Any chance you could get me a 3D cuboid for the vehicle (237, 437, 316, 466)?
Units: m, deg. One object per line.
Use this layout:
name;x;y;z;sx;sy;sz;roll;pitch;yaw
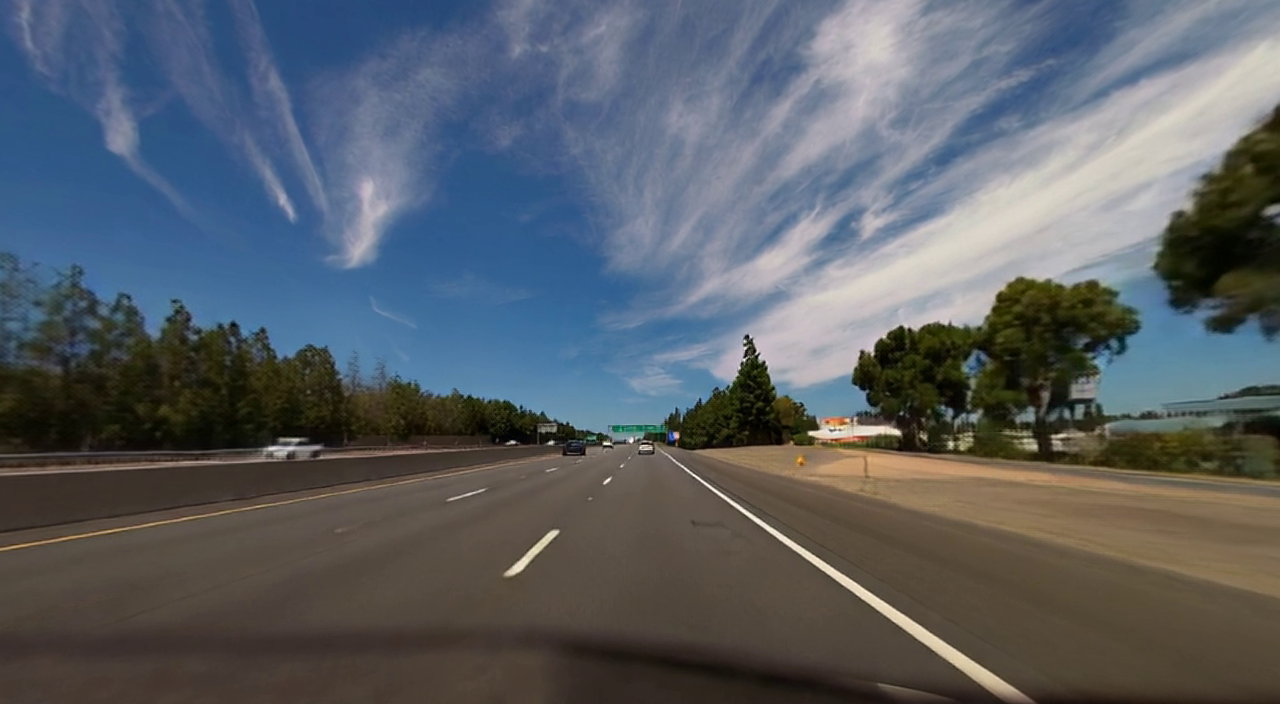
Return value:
vehicle;-22.003;6.038;38.376;2.142;1.689;4.325;0;-8;2
